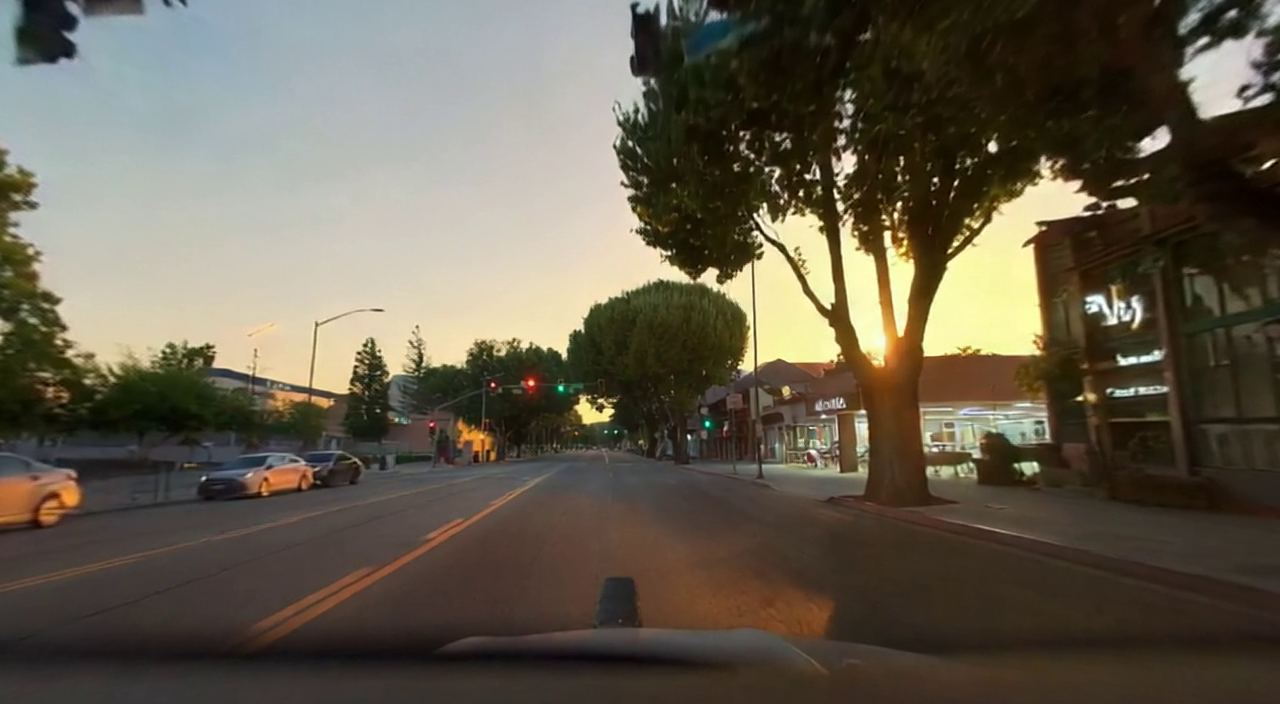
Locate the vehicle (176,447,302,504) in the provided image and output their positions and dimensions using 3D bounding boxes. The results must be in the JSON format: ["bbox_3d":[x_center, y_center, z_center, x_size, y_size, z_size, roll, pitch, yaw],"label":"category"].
[{"bbox_3d":[-13.315,4.067,21.212,1.923,1.706,3.802,0,-8,-5],"label":"vehicle"}]

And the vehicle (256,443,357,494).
[{"bbox_3d":[-13.511,4.751,25.850,1.944,1.742,4.507,-4,-9,-4],"label":"vehicle"}]
